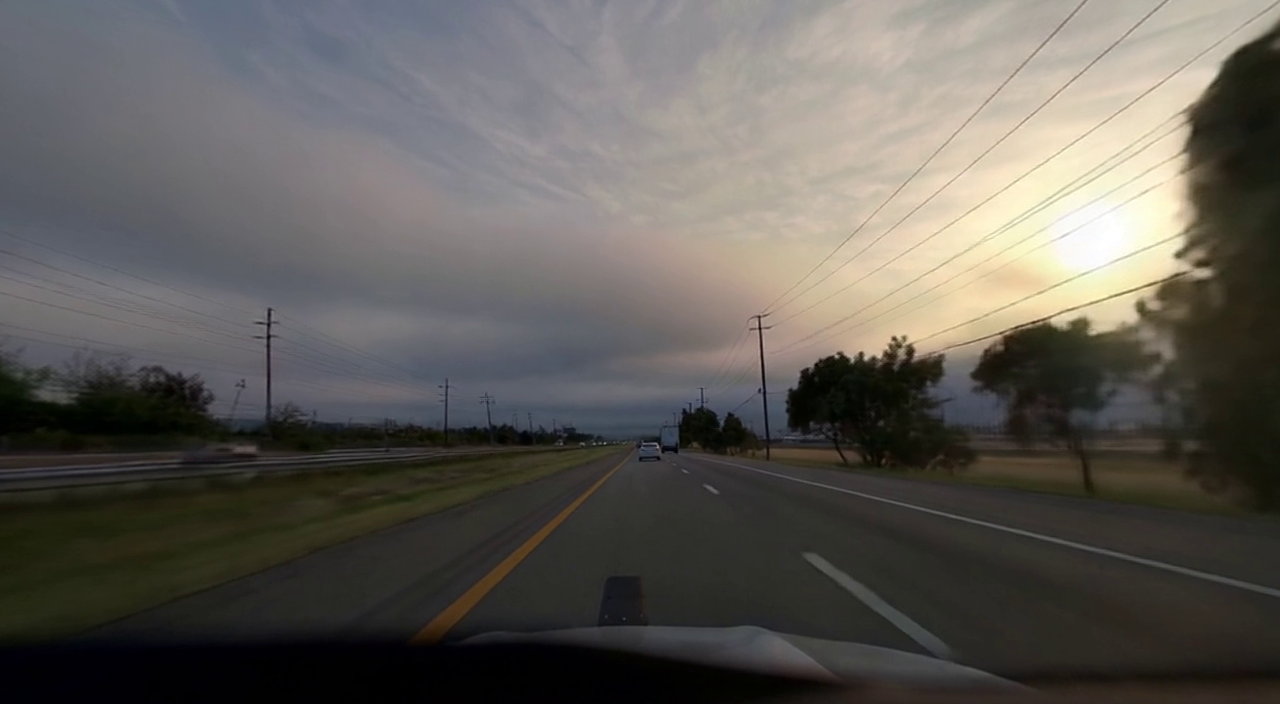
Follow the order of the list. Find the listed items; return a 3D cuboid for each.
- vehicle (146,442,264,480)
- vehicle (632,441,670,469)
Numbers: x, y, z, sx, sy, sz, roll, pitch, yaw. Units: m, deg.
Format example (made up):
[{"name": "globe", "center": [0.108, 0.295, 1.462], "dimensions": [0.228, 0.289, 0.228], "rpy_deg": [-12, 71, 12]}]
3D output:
[{"name": "vehicle", "center": [-20.291, 5.086, 29.760], "dimensions": [2.020, 1.614, 4.862], "rpy_deg": [-1, -9, 1]}, {"name": "vehicle", "center": [0.652, 6.235, 38.238], "dimensions": [2.192, 1.556, 4.132], "rpy_deg": [-1, -9, 1]}]
